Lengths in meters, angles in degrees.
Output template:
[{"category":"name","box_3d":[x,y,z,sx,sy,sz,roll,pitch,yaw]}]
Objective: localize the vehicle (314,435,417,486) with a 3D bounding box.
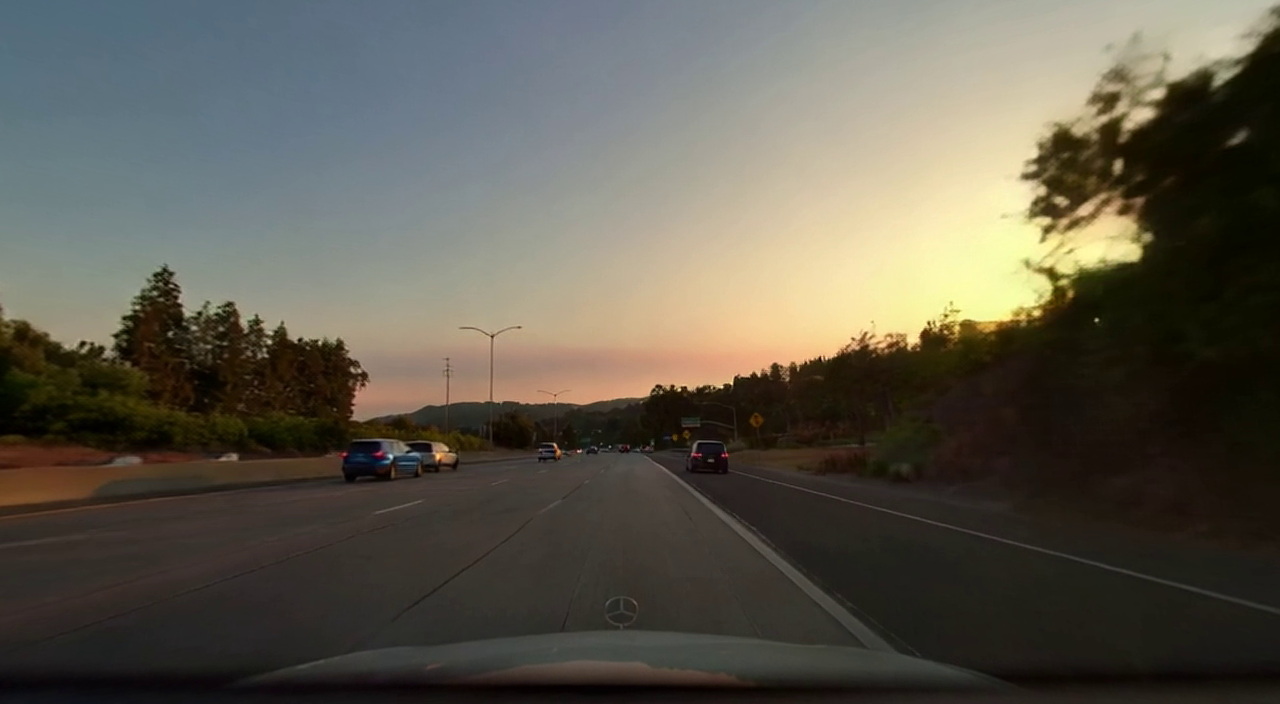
[{"category":"vehicle","box_3d":[-11.166,4.429,26.056,2.137,1.873,4.687,0,-8,0]}]

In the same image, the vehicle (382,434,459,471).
[{"category":"vehicle","box_3d":[-14.584,6.738,42.381,2.736,2.262,6.533,0,-8,1]}]

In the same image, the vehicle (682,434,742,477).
[{"category":"vehicle","box_3d":[3.325,4.897,30.096,2.184,1.892,4.763,0,-8,-1]}]
